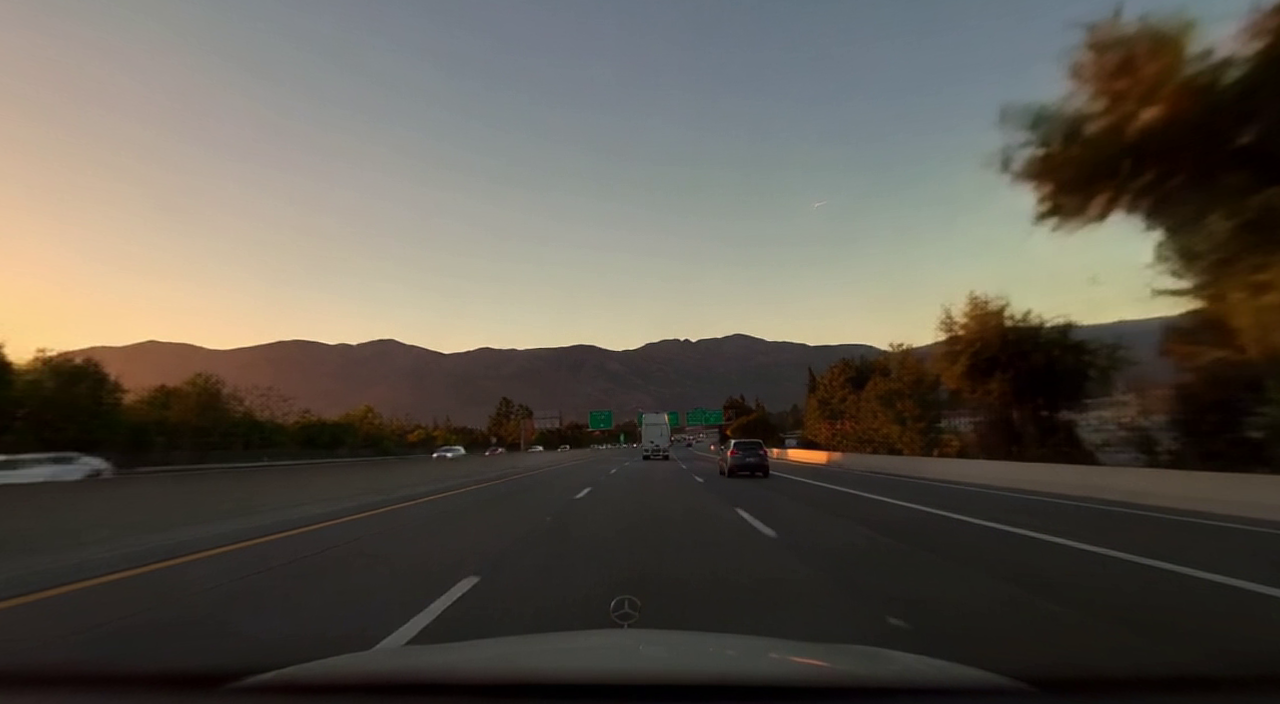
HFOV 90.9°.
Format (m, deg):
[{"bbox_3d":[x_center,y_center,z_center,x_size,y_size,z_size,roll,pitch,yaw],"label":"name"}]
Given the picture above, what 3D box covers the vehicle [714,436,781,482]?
[{"bbox_3d":[4.110,4.139,24.724,1.880,1.624,3.941,0,-9,0],"label":"vehicle"}]
